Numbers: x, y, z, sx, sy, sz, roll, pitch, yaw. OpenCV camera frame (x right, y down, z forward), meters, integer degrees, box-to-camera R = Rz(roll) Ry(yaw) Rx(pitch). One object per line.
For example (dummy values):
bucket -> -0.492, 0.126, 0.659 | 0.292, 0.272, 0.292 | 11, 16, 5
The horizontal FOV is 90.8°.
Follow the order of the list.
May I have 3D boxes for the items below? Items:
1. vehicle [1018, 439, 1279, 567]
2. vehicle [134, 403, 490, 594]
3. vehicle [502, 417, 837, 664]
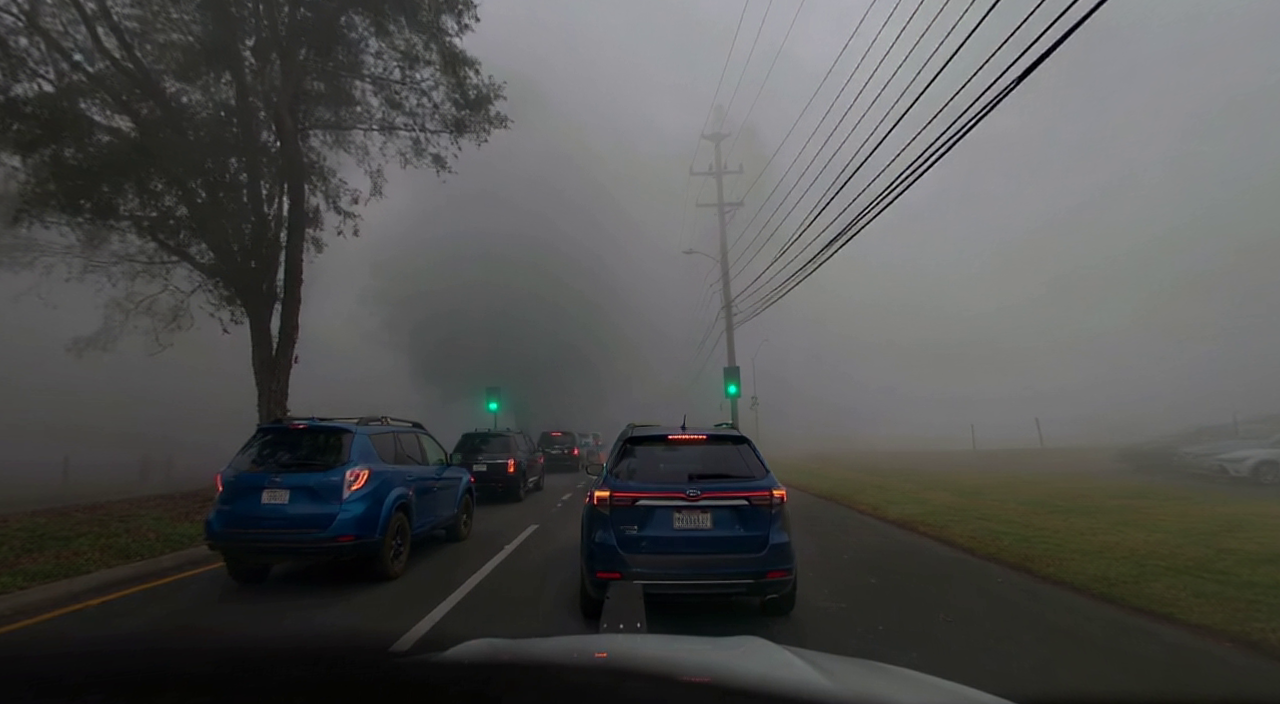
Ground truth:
vehicle -> 8.382, 2.161, 9.933 | 1.993, 1.508, 4.521 | 0, -9, -1
vehicle -> -3.475, 1.645, 7.923 | 2.105, 1.706, 4.337 | 0, -9, 0
vehicle -> 0.114, 1.451, 5.952 | 2.056, 1.487, 4.003 | 0, -9, -2
